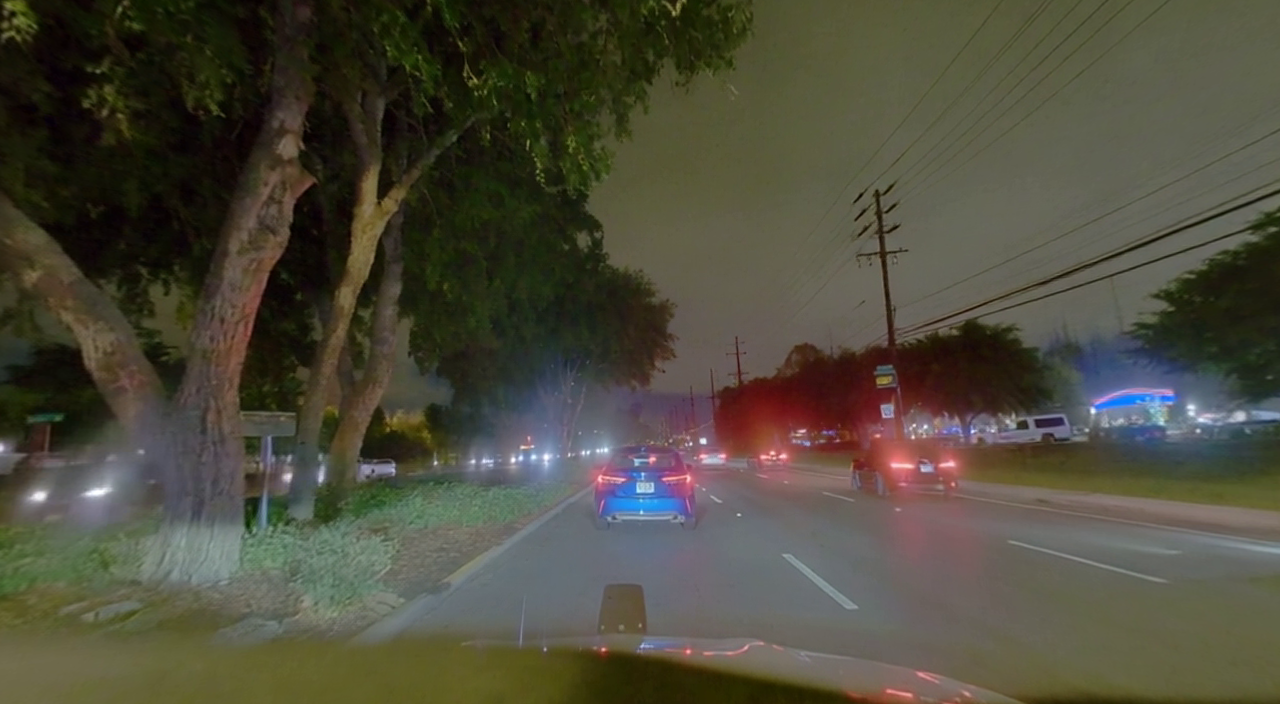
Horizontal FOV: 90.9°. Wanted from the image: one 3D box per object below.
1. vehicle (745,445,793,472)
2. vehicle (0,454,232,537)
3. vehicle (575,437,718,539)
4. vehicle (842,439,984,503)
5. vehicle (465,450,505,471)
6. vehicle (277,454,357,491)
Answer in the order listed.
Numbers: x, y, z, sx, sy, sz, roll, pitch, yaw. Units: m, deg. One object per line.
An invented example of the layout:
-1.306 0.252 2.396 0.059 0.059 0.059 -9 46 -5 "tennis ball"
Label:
7.631 6.333 37.781 1.899 1.458 4.499 0 -8 -1 "vehicle"
-11.828 3.110 14.359 1.988 1.486 4.586 0 -8 0 "vehicle"
0.092 2.301 11.325 2.108 1.479 3.935 0 -8 0 "vehicle"
7.153 3.142 17.124 1.850 1.480 4.474 0 -8 0 "vehicle"
-12.124 8.532 49.695 1.942 1.481 4.621 0 -8 0 "vehicle"
-15.042 5.595 29.558 1.701 1.494 3.791 0 -8 0 "vehicle"
